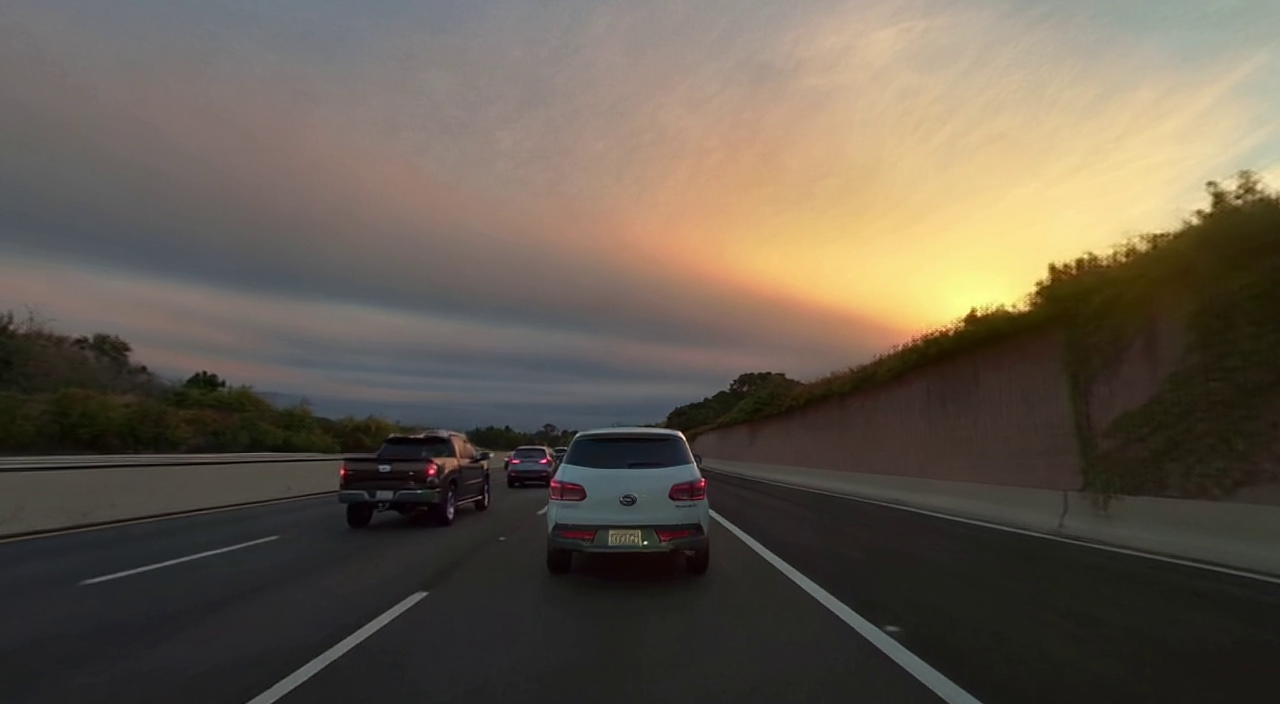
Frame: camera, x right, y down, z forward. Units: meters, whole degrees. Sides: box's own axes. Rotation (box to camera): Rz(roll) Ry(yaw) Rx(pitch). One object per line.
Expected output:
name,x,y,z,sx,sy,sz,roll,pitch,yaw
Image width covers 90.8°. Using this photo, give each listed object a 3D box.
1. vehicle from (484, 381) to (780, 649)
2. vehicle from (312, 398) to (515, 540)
vehicle,-0.090,1.360,6.063,1.995,1.798,3.380,0,-9,-1
vehicle,-3.943,2.165,12.111,2.055,2.144,4.782,-1,-9,0
